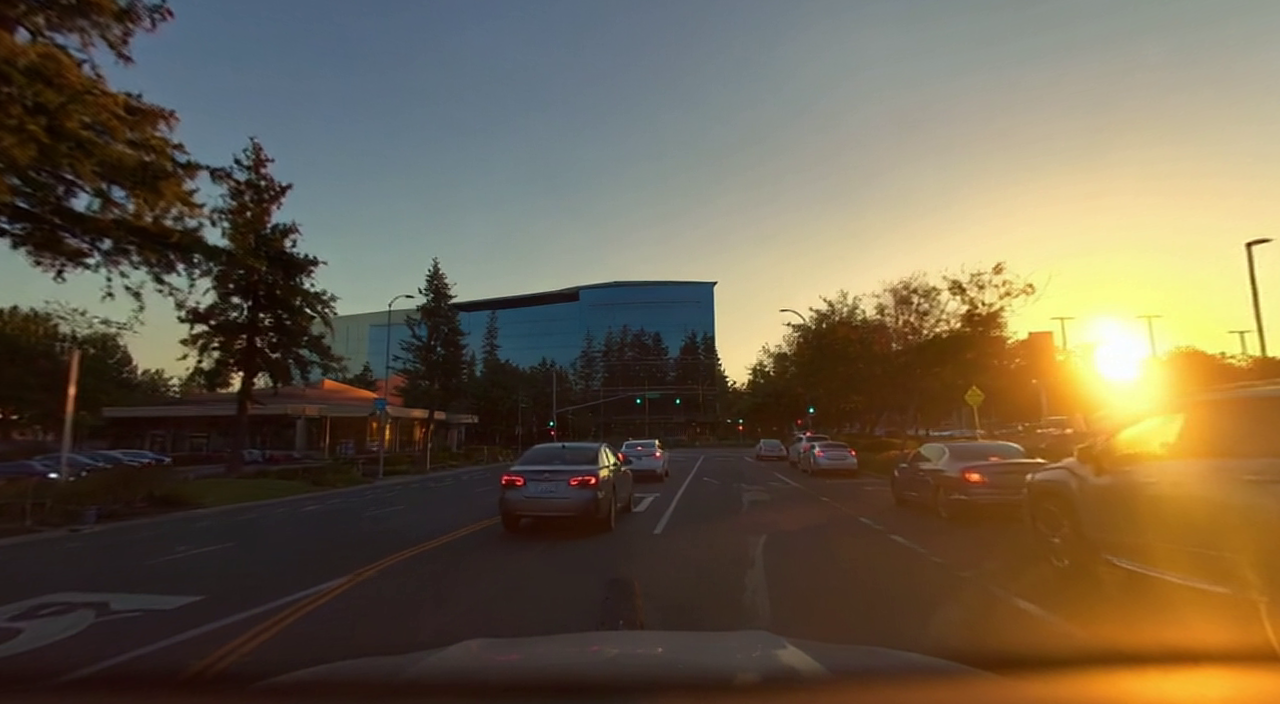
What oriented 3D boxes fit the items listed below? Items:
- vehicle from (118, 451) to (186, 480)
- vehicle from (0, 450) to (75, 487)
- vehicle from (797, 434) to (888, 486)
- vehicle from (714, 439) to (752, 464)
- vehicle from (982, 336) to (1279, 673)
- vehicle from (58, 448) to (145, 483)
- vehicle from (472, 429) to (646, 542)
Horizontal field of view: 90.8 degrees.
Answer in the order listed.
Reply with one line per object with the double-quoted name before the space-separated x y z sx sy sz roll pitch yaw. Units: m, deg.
"vehicle" -26.109 6.035 33.765 3.527 1.390 1.681 -6 -10 33
"vehicle" -27.203 5.184 28.431 3.865 1.499 1.804 -6 -11 37
"vehicle" 6.490 3.504 20.784 1.910 1.493 4.490 -1 -8 6
"vehicle" 5.635 6.101 38.852 2.095 1.473 4.301 -1 -8 6
"vehicle" 4.903 0.992 4.398 2.324 1.907 5.634 -1 -8 6
"vehicle" -26.671 5.550 31.266 4.127 1.583 1.978 -5 -10 32
"vehicle" -1.080 2.112 10.723 1.968 1.497 4.286 -1 -8 6
